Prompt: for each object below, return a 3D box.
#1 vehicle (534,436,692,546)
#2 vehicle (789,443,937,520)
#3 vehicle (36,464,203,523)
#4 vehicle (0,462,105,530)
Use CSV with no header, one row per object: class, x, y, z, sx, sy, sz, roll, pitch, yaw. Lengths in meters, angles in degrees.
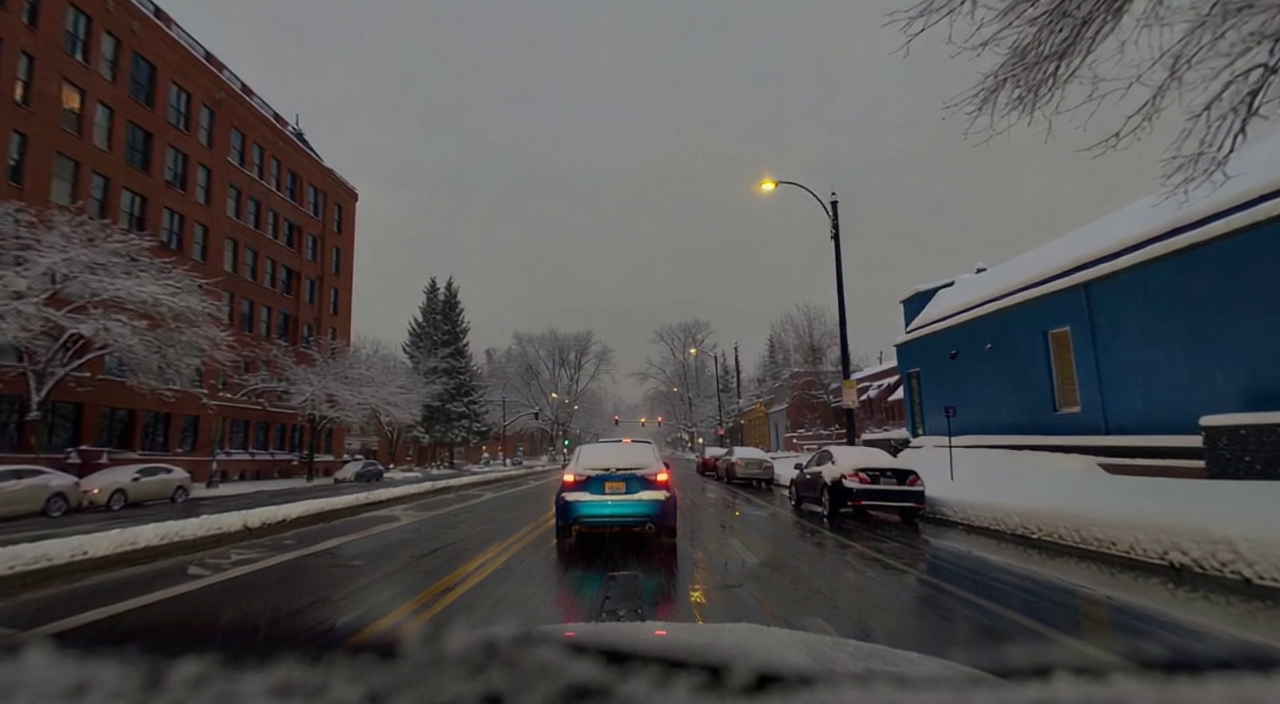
vehicle,-0.389,2.281,11.016,2.230,1.518,4.113,0,-9,0
vehicle,4.911,2.880,14.532,1.832,1.491,4.054,1,-9,-1
vehicle,-18.023,4.873,22.175,2.011,1.727,4.449,1,-9,0
vehicle,-17.621,3.911,17.169,1.909,1.658,4.559,0,-9,1
